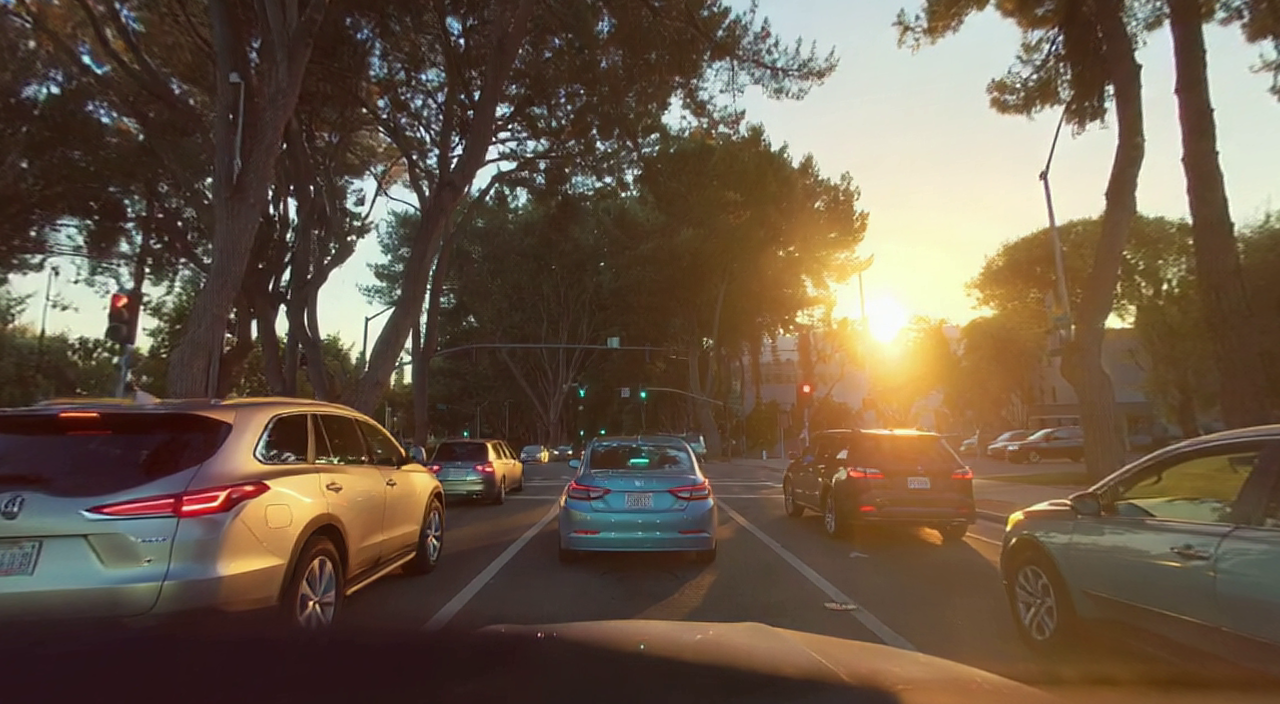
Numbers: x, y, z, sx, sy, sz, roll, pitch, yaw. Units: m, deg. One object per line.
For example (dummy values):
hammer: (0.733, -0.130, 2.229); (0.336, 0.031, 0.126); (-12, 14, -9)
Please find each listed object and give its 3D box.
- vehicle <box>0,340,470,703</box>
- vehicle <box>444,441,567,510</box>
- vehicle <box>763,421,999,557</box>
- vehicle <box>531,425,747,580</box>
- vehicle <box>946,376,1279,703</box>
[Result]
vehicle: (-3.145, 1.161, 5.061); (2.168, 1.750, 4.625); (-1, -9, 1)
vehicle: (-3.060, 2.906, 15.319); (1.975, 1.420, 4.196); (-1, -9, 1)
vehicle: (3.411, 2.021, 10.033); (2.040, 1.647, 4.379); (0, -9, 1)
vehicle: (-0.033, 1.800, 8.329); (2.147, 1.507, 3.953); (0, -9, -1)
vehicle: (3.320, 0.961, 2.830); (1.899, 1.588, 3.888); (0, -9, 0)
